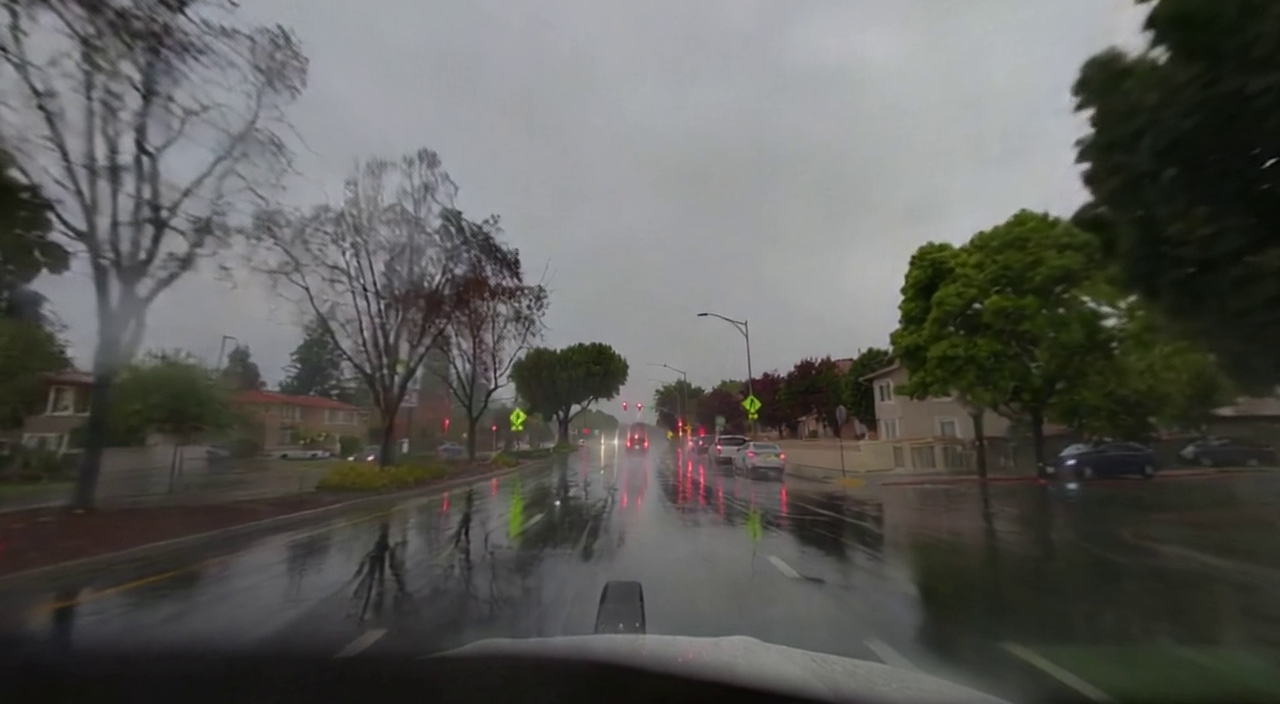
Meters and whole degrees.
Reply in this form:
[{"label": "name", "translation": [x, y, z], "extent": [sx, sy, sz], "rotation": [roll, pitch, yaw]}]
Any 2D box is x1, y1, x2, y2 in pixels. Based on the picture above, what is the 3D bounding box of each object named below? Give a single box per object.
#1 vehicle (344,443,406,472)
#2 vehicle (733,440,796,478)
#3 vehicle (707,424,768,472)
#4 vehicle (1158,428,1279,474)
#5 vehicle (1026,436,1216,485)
[{"label": "vehicle", "translation": [-16.495, 6.559, 39.562], "extent": [1.957, 1.705, 4.346], "rotation": [0, -9, 0]}, {"label": "vehicle", "translation": [5.679, 4.941, 29.372], "extent": [1.940, 1.584, 4.553], "rotation": [0, -9, 0]}, {"label": "vehicle", "translation": [5.396, 5.444, 35.870], "extent": [2.324, 2.468, 6.422], "rotation": [0, -9, -1]}, {"label": "vehicle", "translation": [23.891, 4.003, 25.623], "extent": [1.834, 1.674, 4.458], "rotation": [0, -9, -2]}, {"label": "vehicle", "translation": [15.641, 3.542, 20.753], "extent": [4.565, 1.463, 2.084], "rotation": [0, -9, -2]}]
